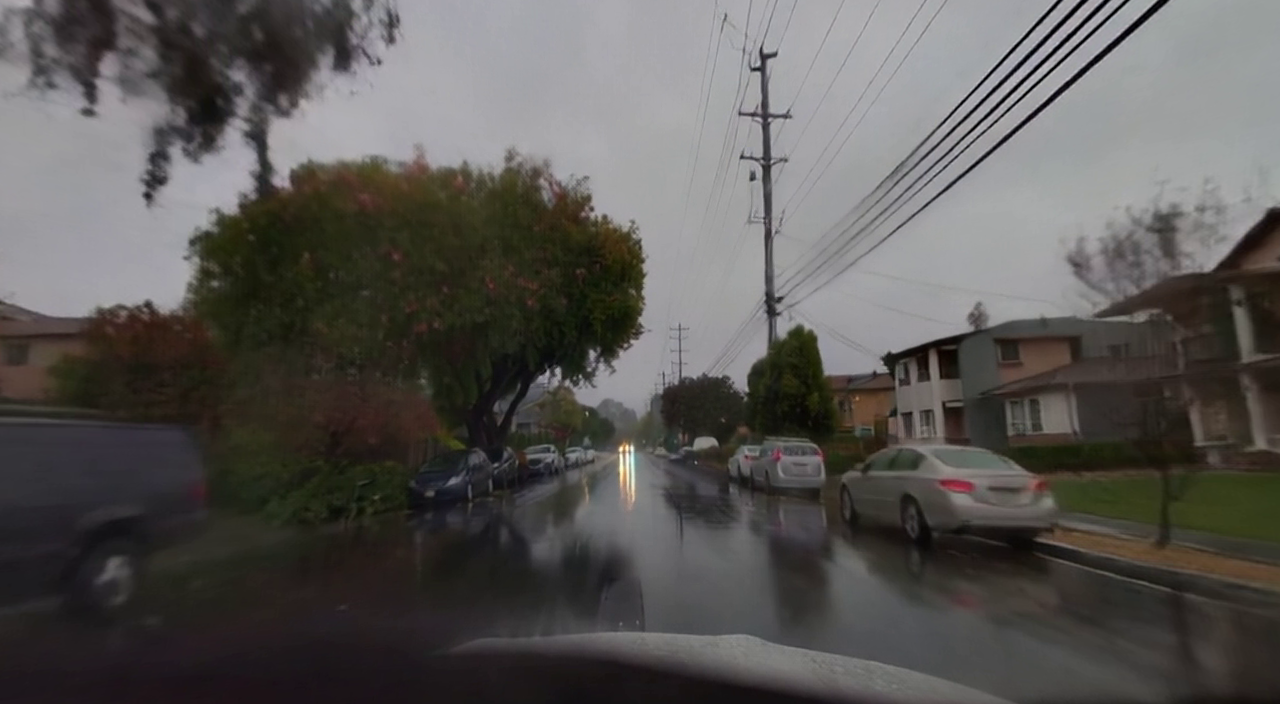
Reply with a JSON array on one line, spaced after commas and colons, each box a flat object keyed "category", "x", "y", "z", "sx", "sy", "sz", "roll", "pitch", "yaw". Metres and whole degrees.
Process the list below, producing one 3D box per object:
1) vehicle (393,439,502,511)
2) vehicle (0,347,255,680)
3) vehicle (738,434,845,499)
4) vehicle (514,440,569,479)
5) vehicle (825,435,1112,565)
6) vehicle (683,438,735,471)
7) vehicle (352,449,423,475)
[{"category": "vehicle", "x": -5.437, "y": 3.475, "z": 18.396, "sx": 1.873, "sy": 1.709, "sz": 4.206, "roll": -4, "pitch": -8, "yaw": -1}, {"category": "vehicle", "x": -5.274, "y": 1.067, "z": 3.993, "sx": 2.242, "sy": 2.135, "sz": 5.566, "roll": -2, "pitch": -8, "yaw": -1}, {"category": "vehicle", "x": 4.178, "y": 3.244, "z": 18.290, "sx": 1.979, "sy": 1.620, "sz": 4.684, "roll": 0, "pitch": -8, "yaw": 1}, {"category": "vehicle", "x": -5.406, "y": 5.946, "z": 35.442, "sx": 2.285, "sy": 1.895, "sz": 5.883, "roll": -3, "pitch": -8, "yaw": -2}, {"category": "vehicle", "x": 4.334, "y": 1.985, "z": 9.320, "sx": 1.893, "sy": 1.437, "sz": 4.369, "roll": 0, "pitch": -8, "yaw": 0}, {"category": "vehicle", "x": 4.109, "y": 6.236, "z": 38.688, "sx": 2.279, "sy": 1.848, "sz": 5.577, "roll": 0, "pitch": -9, "yaw": -3}, {"category": "vehicle", "x": -17.611, "y": 7.656, "z": 44.260, "sx": 4.184, "sy": 1.620, "sz": 1.852, "roll": -2, "pitch": -8, "yaw": 1}]
